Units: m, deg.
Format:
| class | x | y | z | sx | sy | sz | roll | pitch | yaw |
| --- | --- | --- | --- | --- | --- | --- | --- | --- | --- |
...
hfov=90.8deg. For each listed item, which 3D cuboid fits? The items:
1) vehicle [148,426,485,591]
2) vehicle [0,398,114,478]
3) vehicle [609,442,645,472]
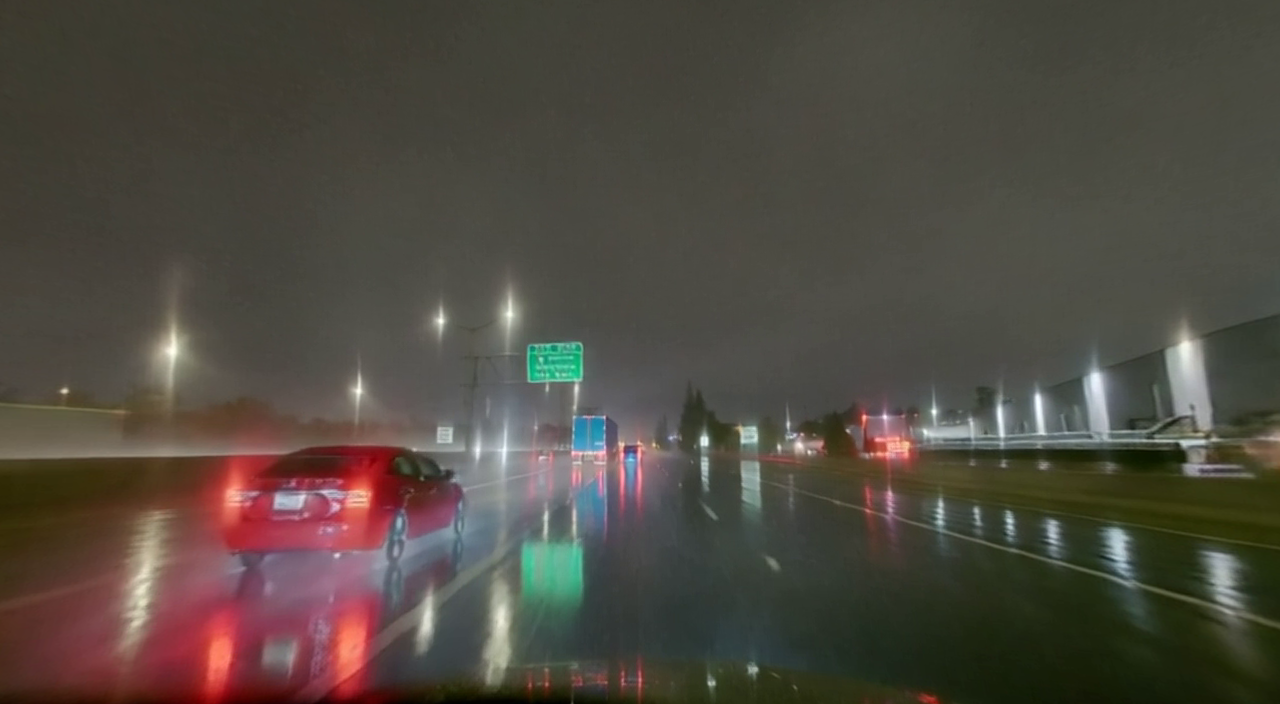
| class | x | y | z | sx | sy | sz | roll | pitch | yaw |
| --- | --- | --- | --- | --- | --- | --- | --- | --- | --- |
| vehicle | -3.549 | 1.790 | 8.112 | 1.997 | 1.507 | 4.391 | 0 | -9 | 0 |
| vehicle | -34.619 | 4.248 | 31.274 | 2.900 | 4.070 | 16.667 | 0 | -9 | 0 |
| vehicle | -0.719 | 6.269 | 37.834 | 2.033 | 1.669 | 4.112 | 0 | -9 | 0 |
